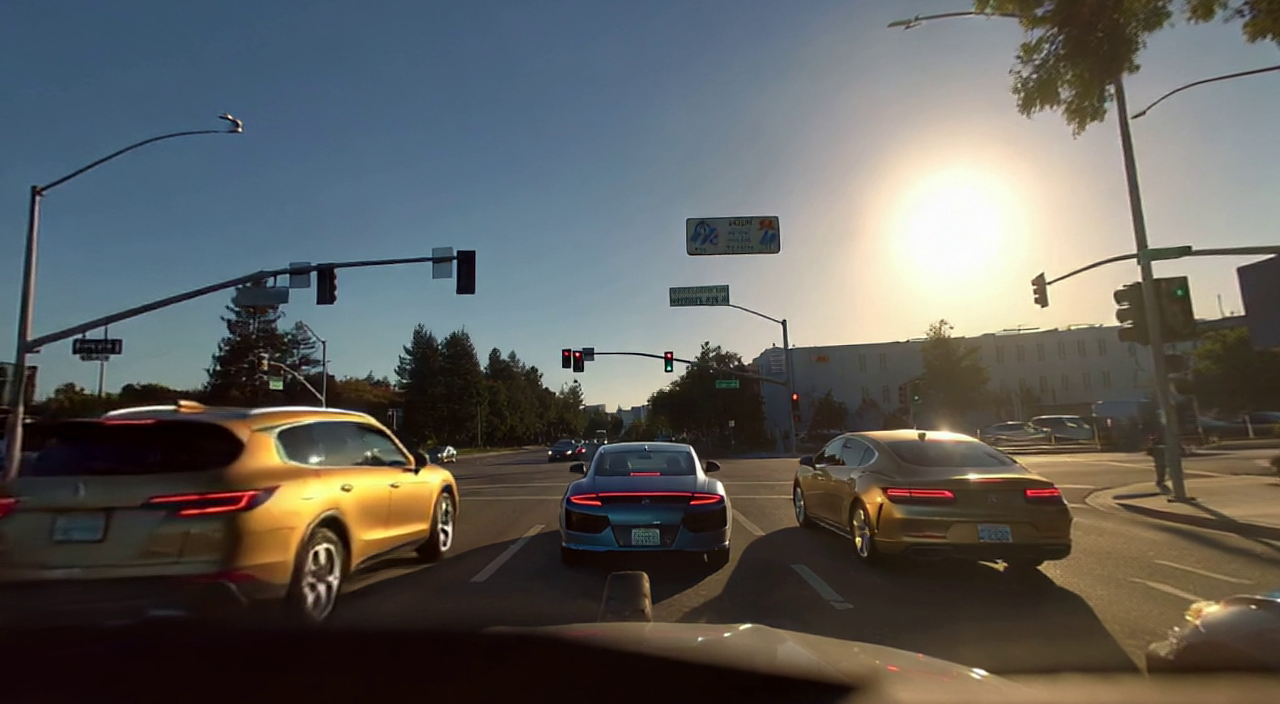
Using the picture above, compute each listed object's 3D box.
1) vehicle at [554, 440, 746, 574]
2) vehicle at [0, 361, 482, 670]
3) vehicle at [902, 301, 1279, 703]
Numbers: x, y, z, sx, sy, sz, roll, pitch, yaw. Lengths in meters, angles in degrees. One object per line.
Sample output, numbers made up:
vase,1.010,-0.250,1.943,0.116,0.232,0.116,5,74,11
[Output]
vehicle,0.114,1.869,8.398,1.945,1.343,3.827,0,-8,0
vehicle,-3.236,1.295,6.135,2.061,1.781,4.842,0,-8,1
vehicle,3.100,0.804,2.532,2.143,1.759,4.531,0,-8,0
